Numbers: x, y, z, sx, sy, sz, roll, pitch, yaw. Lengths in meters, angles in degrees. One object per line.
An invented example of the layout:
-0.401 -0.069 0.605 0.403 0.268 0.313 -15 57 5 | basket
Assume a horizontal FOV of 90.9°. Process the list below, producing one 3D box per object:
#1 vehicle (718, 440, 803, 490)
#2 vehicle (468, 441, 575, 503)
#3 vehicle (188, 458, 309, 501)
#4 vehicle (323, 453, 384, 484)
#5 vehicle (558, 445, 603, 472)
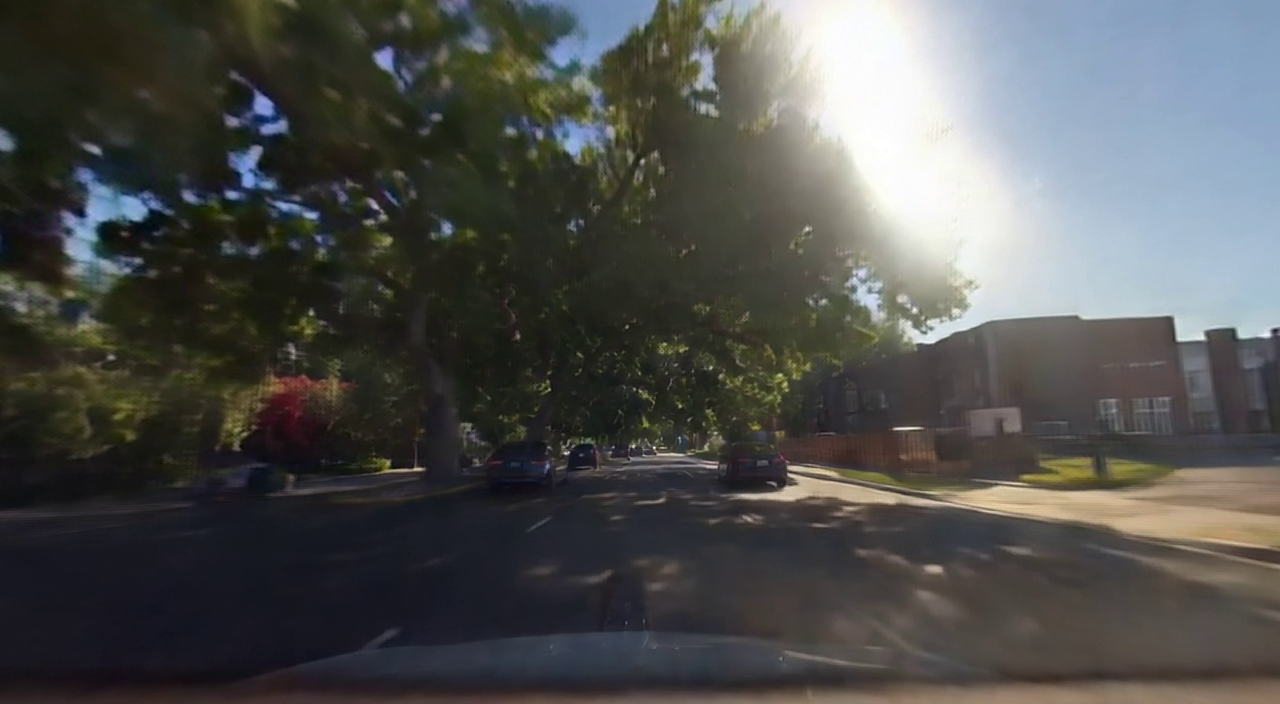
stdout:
3.953 3.794 21.518 2.010 1.486 4.498 0 -9 0 | vehicle
-3.140 3.276 17.696 2.053 1.480 4.381 0 -9 1 | vehicle
-15.591 5.083 25.446 1.997 1.472 4.426 0 -9 1 | vehicle
-22.272 9.045 49.201 2.523 2.213 4.637 0 -9 -1 | vehicle
-3.400 6.176 36.839 1.988 1.497 4.404 0 -9 2 | vehicle
